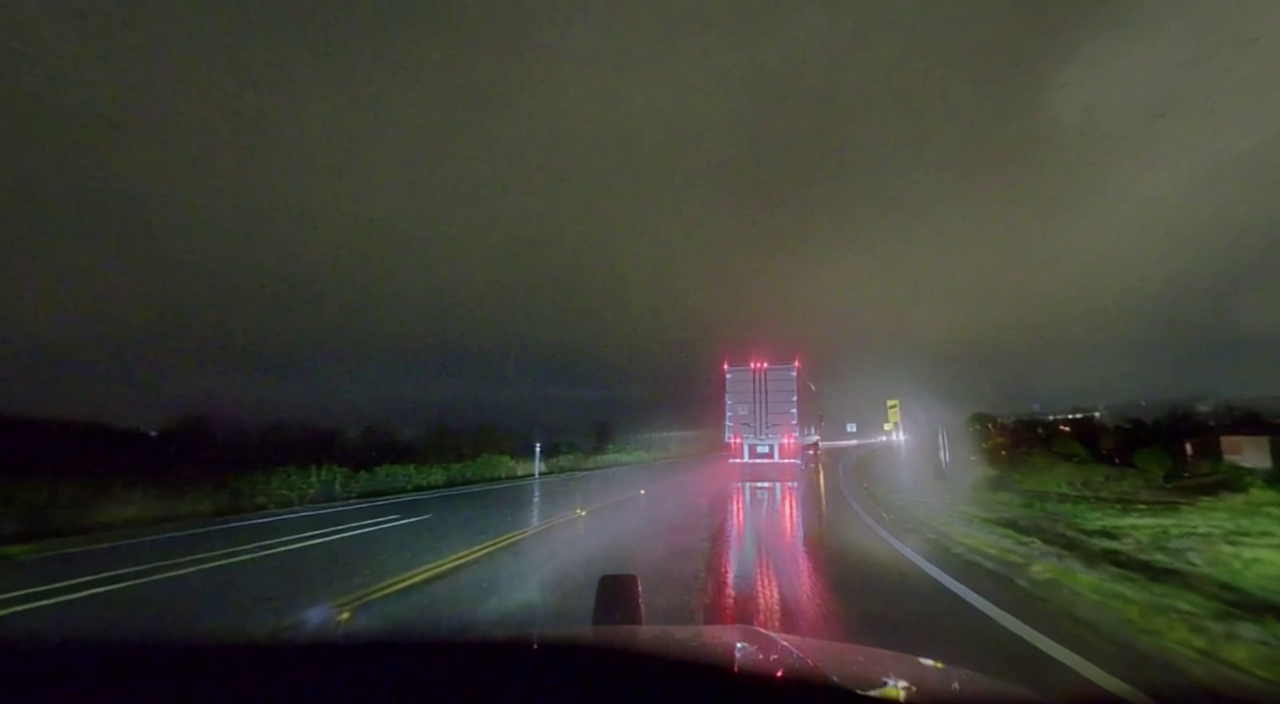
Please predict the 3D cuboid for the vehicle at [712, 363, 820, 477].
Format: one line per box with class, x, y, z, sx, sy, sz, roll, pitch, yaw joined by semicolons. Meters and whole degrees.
vehicle;5.564;2.937;25.954;2.837;3.712;10.484;-3;-8;19
